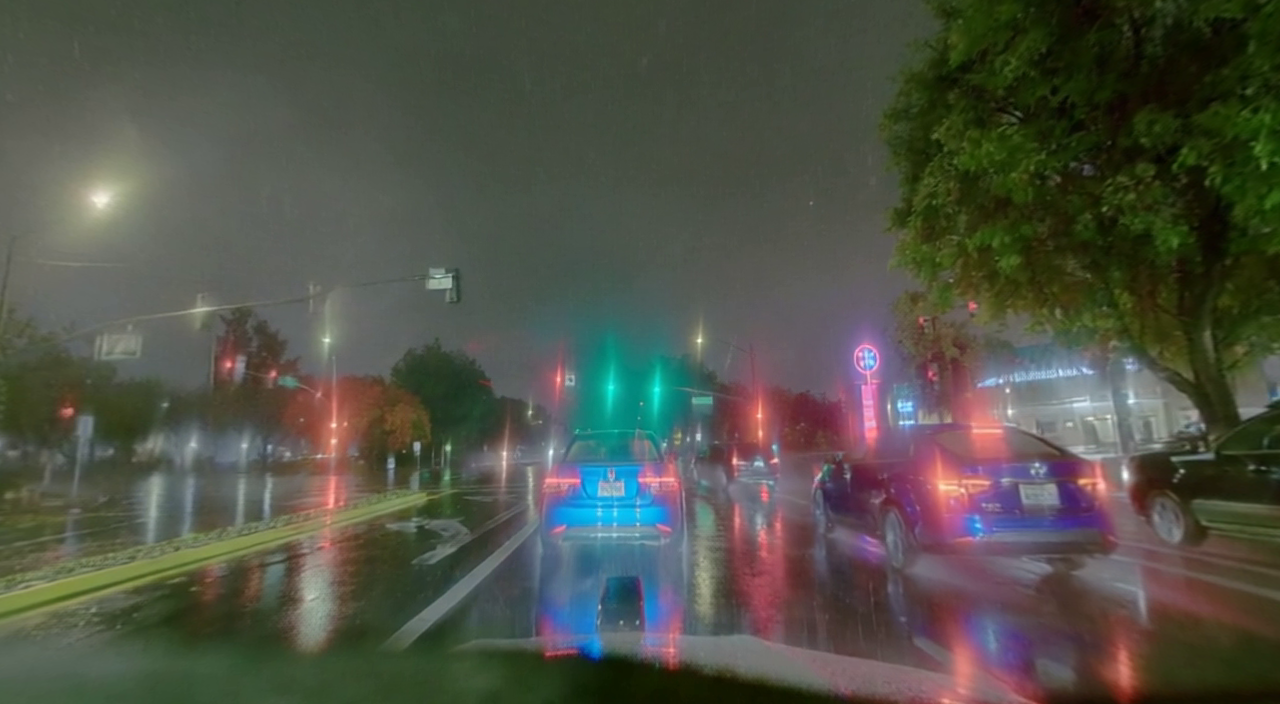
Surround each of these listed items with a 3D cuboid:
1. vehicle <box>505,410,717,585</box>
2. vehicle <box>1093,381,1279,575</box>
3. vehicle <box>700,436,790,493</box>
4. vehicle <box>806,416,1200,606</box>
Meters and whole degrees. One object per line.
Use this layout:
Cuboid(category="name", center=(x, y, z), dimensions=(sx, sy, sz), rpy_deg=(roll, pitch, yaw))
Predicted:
Cuboid(category="vehicle", center=(-0.281, 1.676, 8.000), dimensions=(2.037, 1.674, 3.693), rpy_deg=(0, -8, 0))
Cuboid(category="vehicle", center=(7.551, 1.202, 5.951), dimensions=(2.240, 1.923, 5.678), rpy_deg=(0, -8, -1))
Cuboid(category="vehicle", center=(3.231, 3.556, 20.359), dimensions=(2.031, 1.626, 4.264), rpy_deg=(0, -8, -2))
Cuboid(category="vehicle", center=(3.612, 1.651, 7.576), dimensions=(1.955, 1.550, 4.587), rpy_deg=(0, -8, -1))
